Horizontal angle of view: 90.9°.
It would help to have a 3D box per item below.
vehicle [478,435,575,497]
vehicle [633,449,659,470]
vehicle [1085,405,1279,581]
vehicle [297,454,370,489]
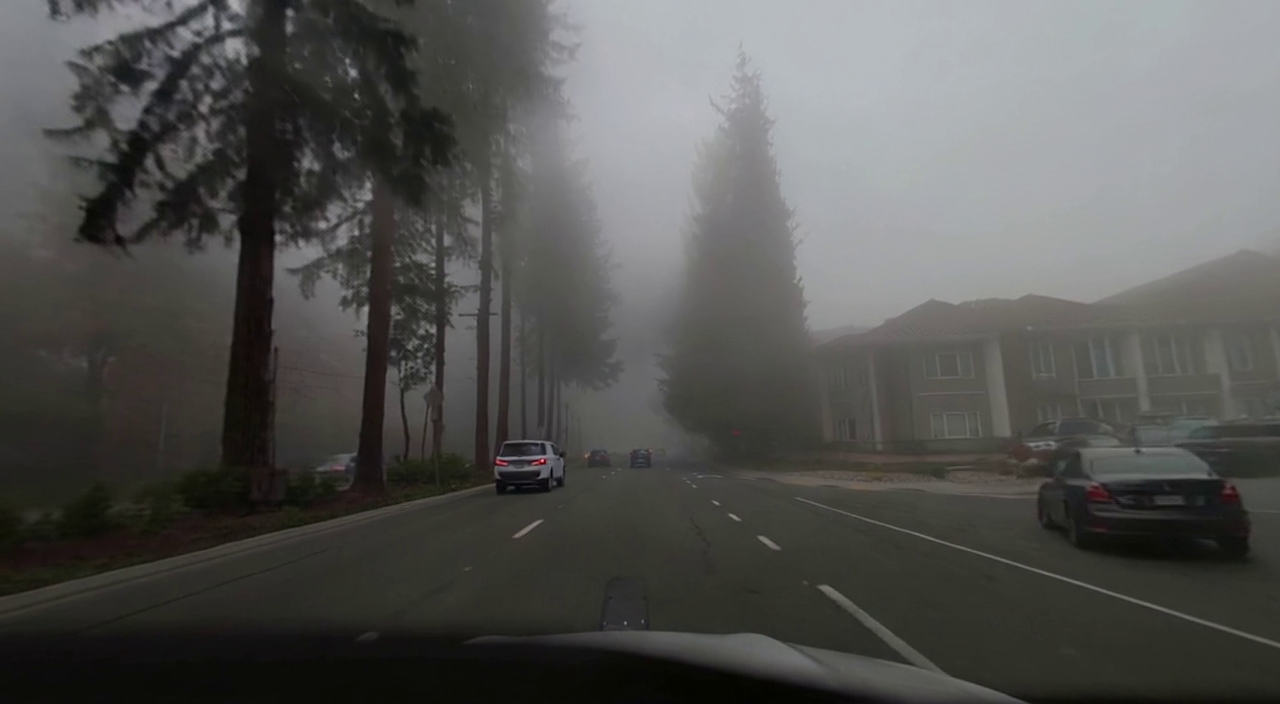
[{"bbox_3d":[-3.651,3.777,21.330,2.216,1.828,4.886,0,-8,2],"label":"vehicle"},{"bbox_3d":[0.473,8.133,48.051,1.940,1.501,4.133,0,-8,1],"label":"vehicle"},{"bbox_3d":[7.141,1.556,7.617,1.969,1.593,4.293,-4,-9,24],"label":"vehicle"},{"bbox_3d":[-17.302,6.732,35.859,1.899,1.790,4.340,0,-8,0],"label":"vehicle"}]
